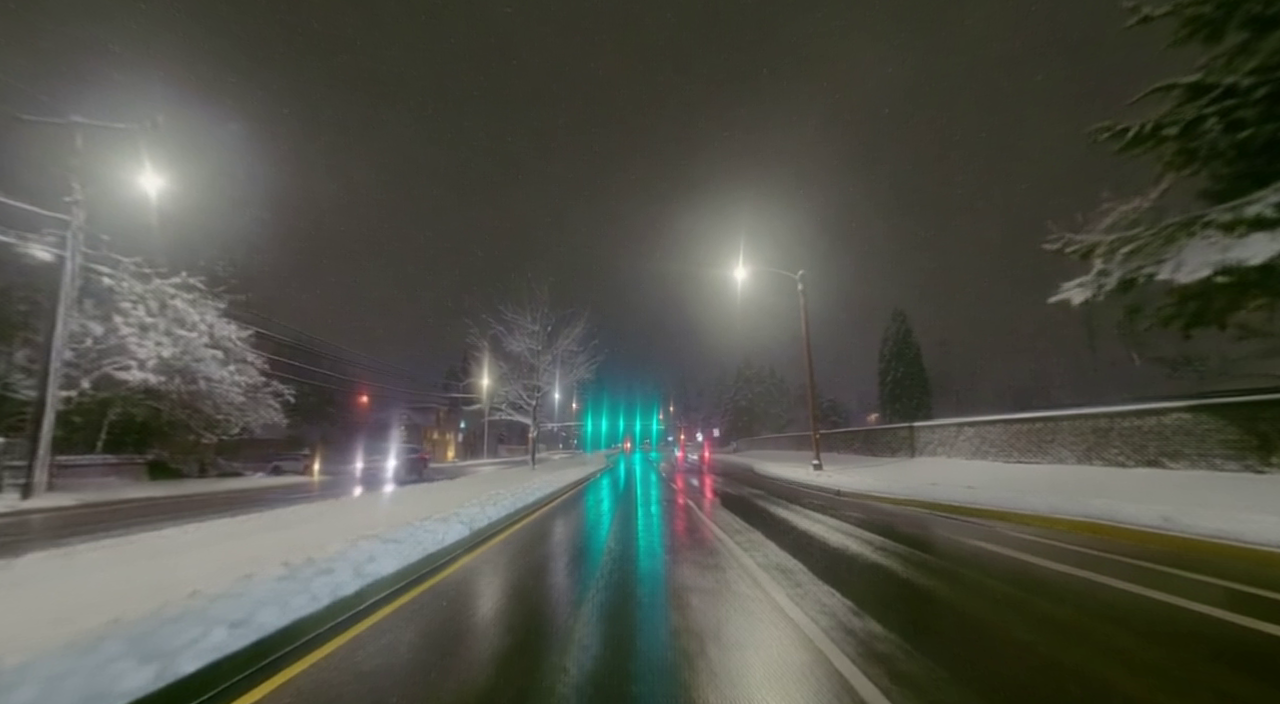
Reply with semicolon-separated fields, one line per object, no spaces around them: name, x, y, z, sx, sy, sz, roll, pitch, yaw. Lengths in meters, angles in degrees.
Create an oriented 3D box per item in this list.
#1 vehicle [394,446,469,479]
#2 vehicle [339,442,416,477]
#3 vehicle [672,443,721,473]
vehicle;-9.447;5.027;28.922;1.833;1.420;4.327;0;-9;2
vehicle;-13.399;5.517;32.487;2.036;1.645;4.468;0;-9;0
vehicle;2.885;5.525;33.043;2.105;1.490;4.008;0;-9;-2
